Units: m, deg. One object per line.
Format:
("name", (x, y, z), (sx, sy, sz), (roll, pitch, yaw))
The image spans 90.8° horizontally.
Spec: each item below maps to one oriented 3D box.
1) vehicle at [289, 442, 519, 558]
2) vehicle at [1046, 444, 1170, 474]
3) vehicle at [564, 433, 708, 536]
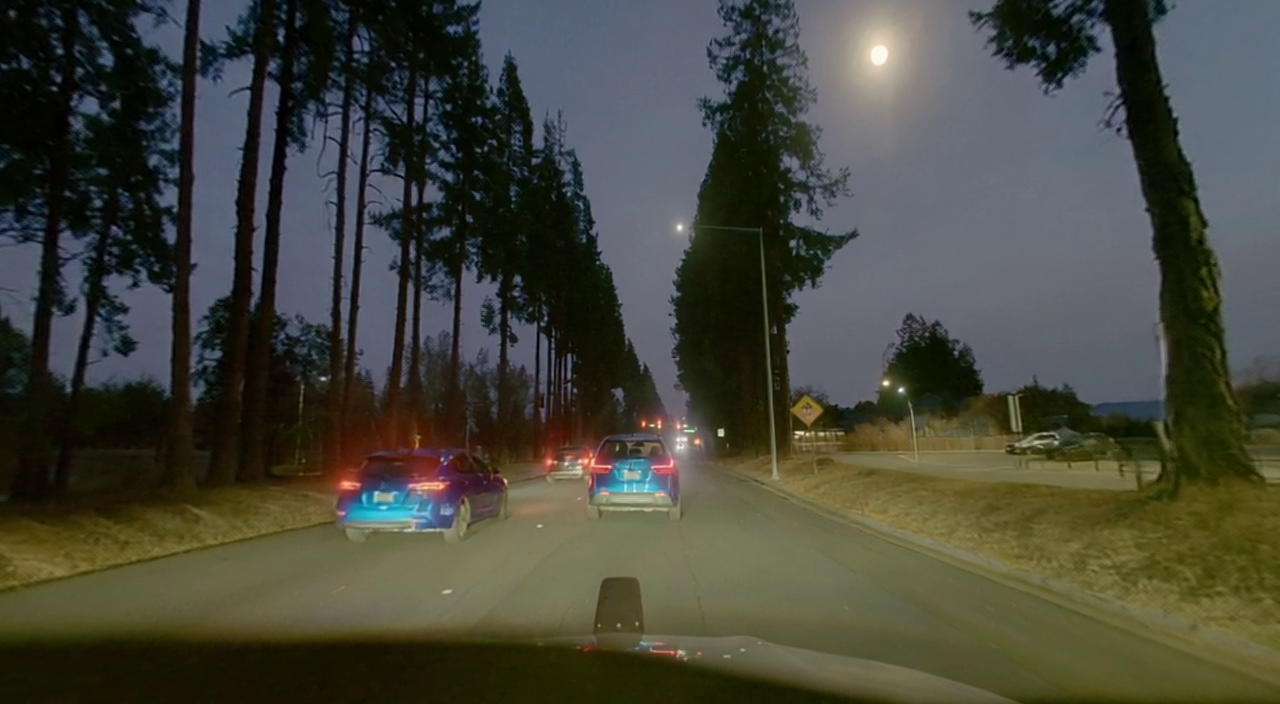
("vehicle", (-3.446, 2.219, 10.327), (1.922, 1.464, 4.424), (0, -8, 2))
("vehicle", (28.098, 6.384, 38.007), (5.955, 1.702, 2.166), (1, -8, -6))
("vehicle", (-0.047, 2.351, 11.818), (2.229, 1.591, 3.897), (0, -8, 1))
